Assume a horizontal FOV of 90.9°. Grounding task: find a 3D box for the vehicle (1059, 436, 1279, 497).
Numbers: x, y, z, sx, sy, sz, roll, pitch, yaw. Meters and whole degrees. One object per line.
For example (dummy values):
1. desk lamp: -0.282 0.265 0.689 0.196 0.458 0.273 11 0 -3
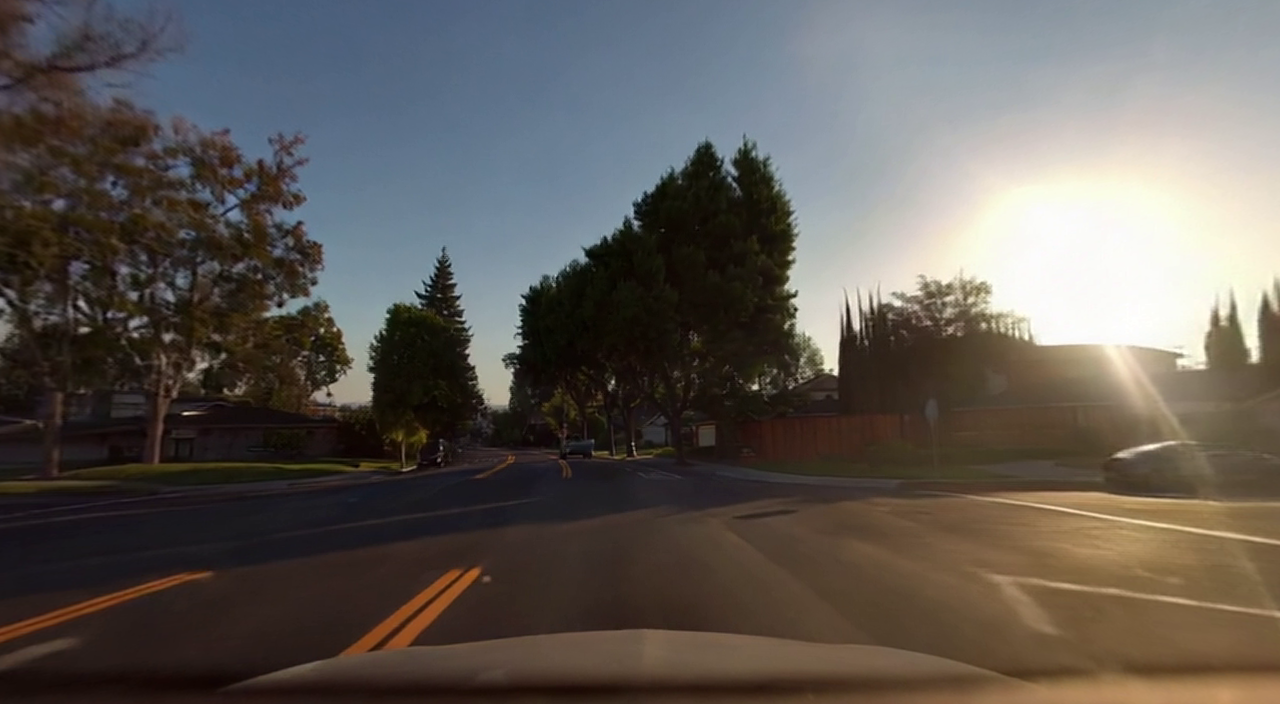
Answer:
1. vehicle: 13.961 2.930 16.318 4.737 1.447 1.766 -2 -9 11
